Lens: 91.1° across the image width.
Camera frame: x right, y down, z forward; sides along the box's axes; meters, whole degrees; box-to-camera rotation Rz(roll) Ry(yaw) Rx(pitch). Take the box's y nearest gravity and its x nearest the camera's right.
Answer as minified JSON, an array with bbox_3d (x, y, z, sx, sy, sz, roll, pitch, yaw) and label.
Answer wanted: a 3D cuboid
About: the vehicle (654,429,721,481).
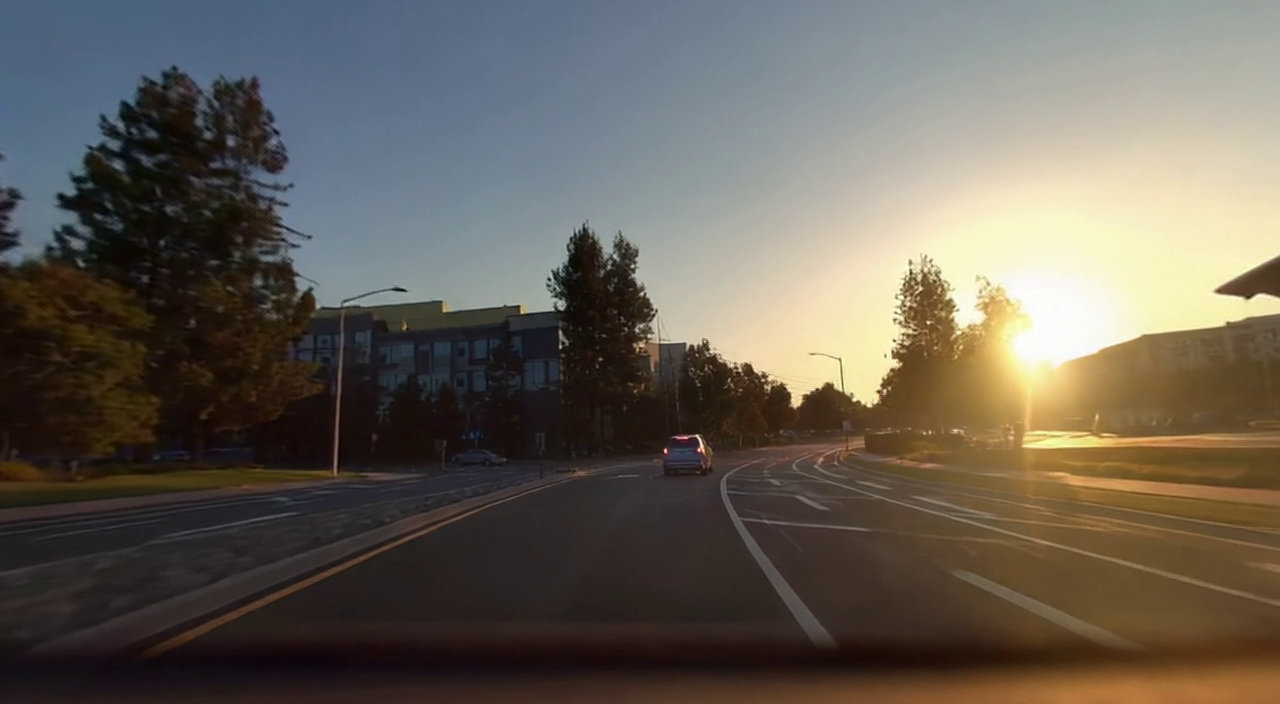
[{"bbox_3d":[2.138,4.291,26.409,2.371,1.926,5.615,-2,-9,9],"label":"vehicle"}]
